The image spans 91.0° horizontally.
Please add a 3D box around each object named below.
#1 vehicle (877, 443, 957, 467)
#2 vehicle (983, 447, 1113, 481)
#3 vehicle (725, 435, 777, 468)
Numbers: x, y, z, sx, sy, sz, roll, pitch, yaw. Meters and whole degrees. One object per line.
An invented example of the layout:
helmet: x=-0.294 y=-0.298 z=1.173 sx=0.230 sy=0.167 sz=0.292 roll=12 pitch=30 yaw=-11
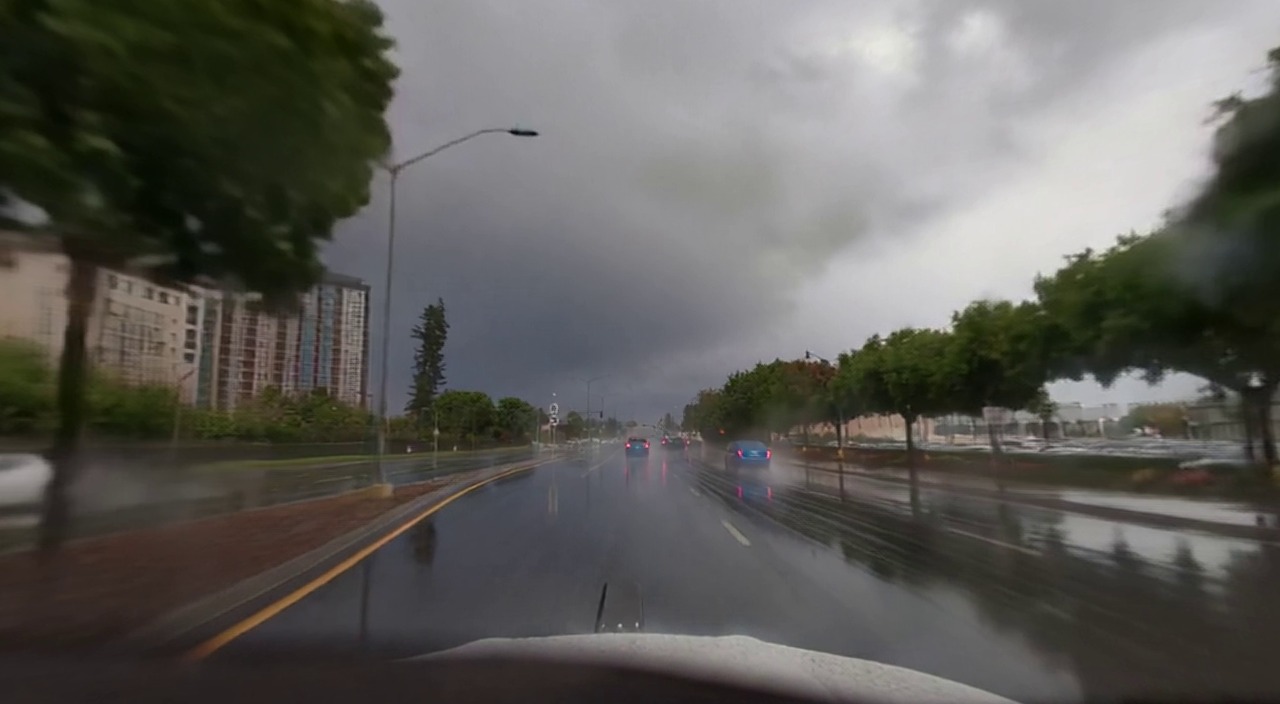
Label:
vehicle: x=19.070 y=7.102 z=43.479 sx=4.644 sy=1.552 sz=1.980 roll=0 pitch=-8 yaw=3
vehicle: x=19.057 y=5.222 z=29.549 sx=4.683 sy=1.462 sz=1.995 roll=1 pitch=-8 yaw=1
vehicle: x=6.557 y=5.947 z=37.724 sx=2.136 sy=1.799 sz=4.796 roll=1 pitch=-8 yaw=-2
